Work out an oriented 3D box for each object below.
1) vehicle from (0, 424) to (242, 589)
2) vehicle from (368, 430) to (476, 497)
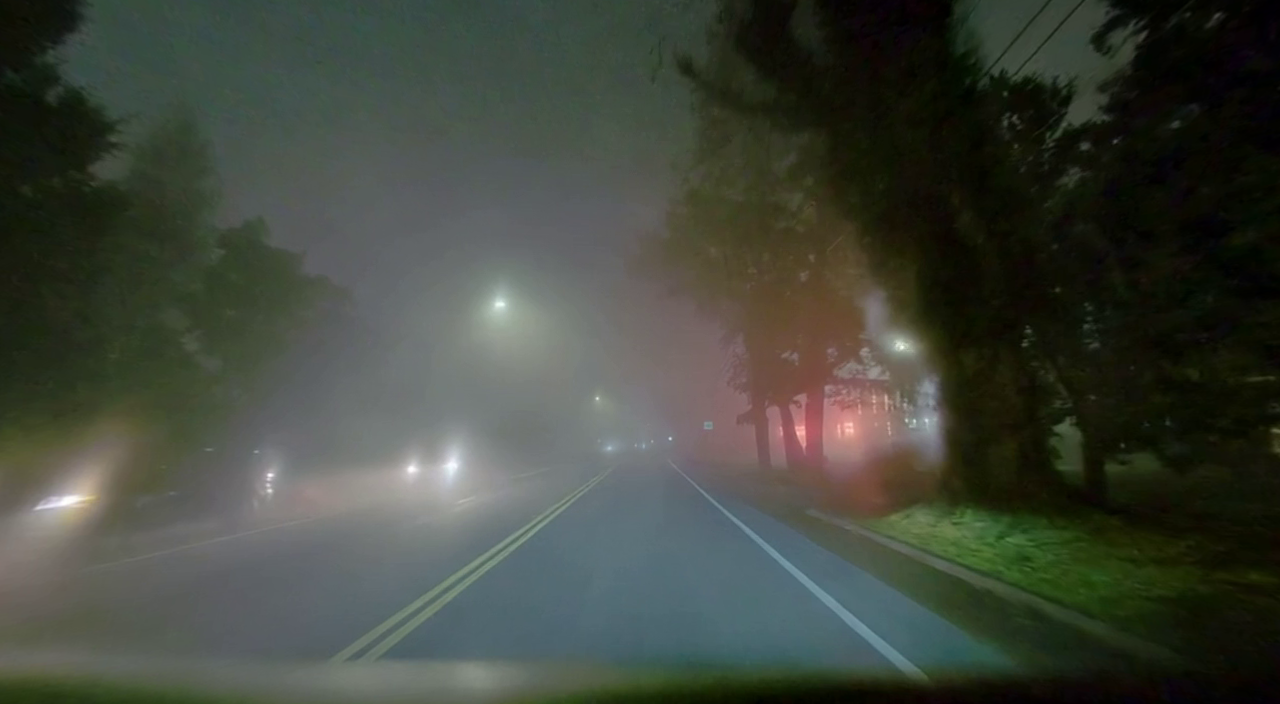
[{"bbox_3d":[-7.991,1.958,8.761,1.960,1.786,4.595,-3,-6,0],"label":"vehicle"},{"bbox_3d":[-7.843,3.967,23.187,2.138,2.038,4.717,-3,-7,2],"label":"vehicle"}]
